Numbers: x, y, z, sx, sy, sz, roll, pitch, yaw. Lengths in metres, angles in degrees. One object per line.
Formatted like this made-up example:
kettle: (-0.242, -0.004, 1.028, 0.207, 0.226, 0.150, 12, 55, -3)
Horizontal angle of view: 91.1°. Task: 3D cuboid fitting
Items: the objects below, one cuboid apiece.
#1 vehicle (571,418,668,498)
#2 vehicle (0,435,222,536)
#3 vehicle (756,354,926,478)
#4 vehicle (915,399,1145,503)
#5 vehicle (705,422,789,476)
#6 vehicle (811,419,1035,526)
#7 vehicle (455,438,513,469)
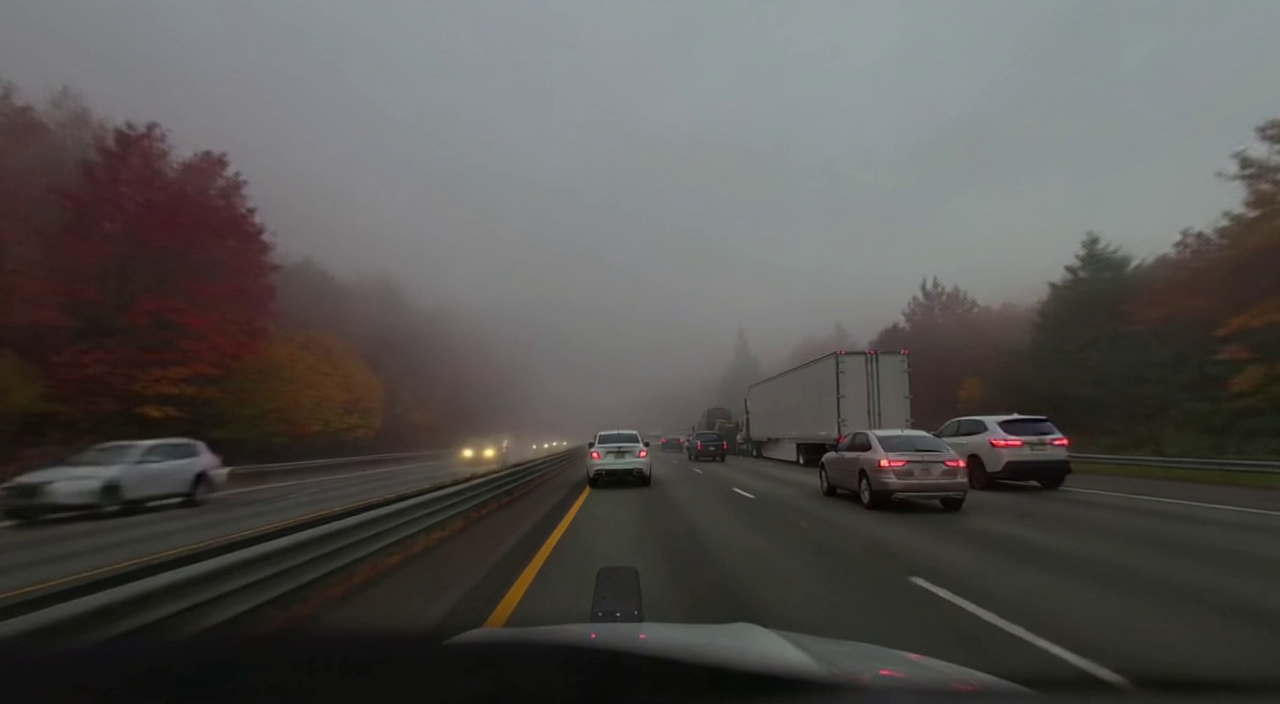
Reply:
vehicle: (-0.484, 2.593, 15.893, 2.087, 1.709, 4.455, 0, -8, -1)
vehicle: (-11.791, 2.787, 13.975, 2.024, 1.848, 4.395, 0, -8, -2)
vehicle: (7.867, 2.970, 27.578, 2.867, 4.066, 13.802, 0, -7, 0)
vehicle: (8.475, 2.195, 14.366, 2.116, 1.965, 4.691, 0, -8, -2)
vehicle: (3.635, 3.386, 22.127, 2.147, 1.707, 3.963, 0, -8, -1)
vehicle: (4.627, 2.011, 11.118, 2.040, 1.523, 4.068, 0, -8, 0)
vehicle: (-8.754, 5.713, 35.728, 2.054, 1.579, 4.792, 0, -8, 0)
